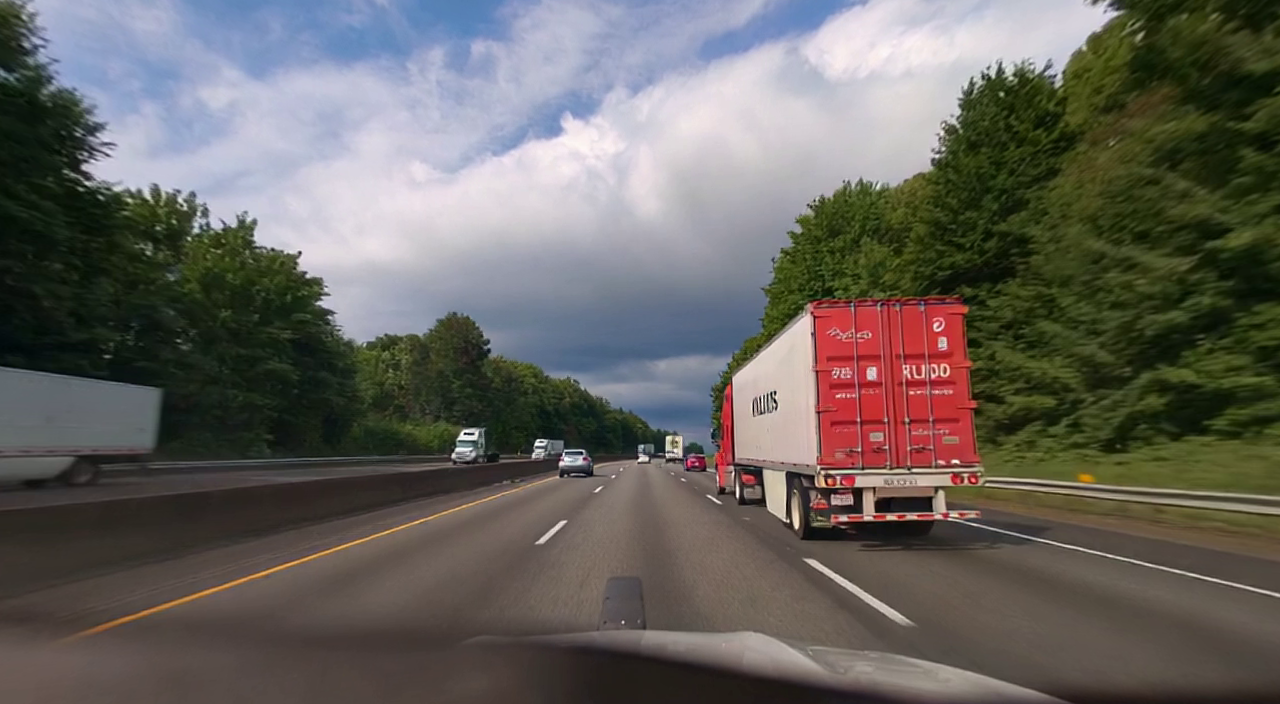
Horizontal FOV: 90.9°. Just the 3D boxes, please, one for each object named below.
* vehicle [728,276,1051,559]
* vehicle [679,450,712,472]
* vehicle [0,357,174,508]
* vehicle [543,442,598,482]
[{"bbox_3d":[4.234,1.726,14.428,2.914,3.998,11.103,0,-9,1],"label":"vehicle"},{"bbox_3d":[4.231,8.341,48.286,2.176,1.598,3.878,0,-9,0],"label":"vehicle"},{"bbox_3d":[-20.079,2.202,17.420,2.976,4.305,14.763,0,-9,1],"label":"vehicle"},{"bbox_3d":[-3.129,5.085,29.345,2.017,1.683,4.309,0,-9,1],"label":"vehicle"}]
